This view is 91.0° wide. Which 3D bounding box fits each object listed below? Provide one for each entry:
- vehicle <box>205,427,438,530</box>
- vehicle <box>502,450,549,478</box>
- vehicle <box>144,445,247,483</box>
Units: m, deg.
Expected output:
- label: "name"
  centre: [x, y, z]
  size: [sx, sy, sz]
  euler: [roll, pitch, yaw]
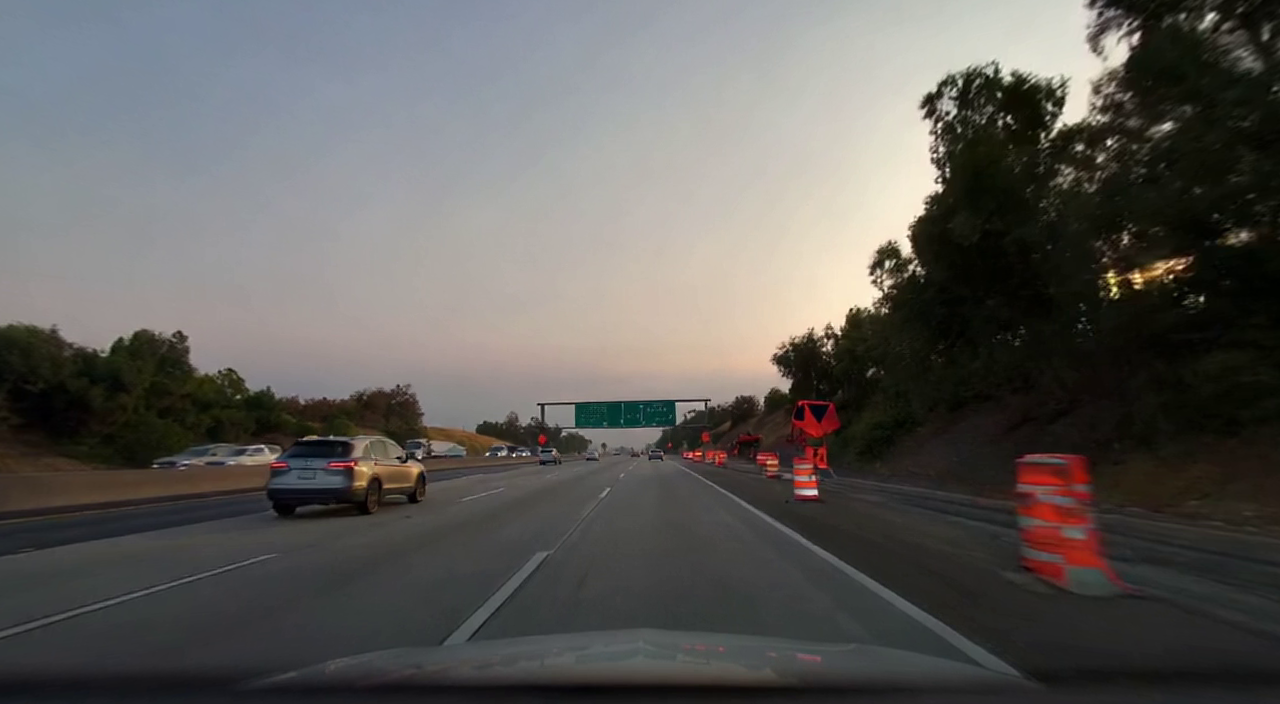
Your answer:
- label: "vehicle"
  centre: [-6.195, 2.508, 13.102]
  size: [2.402, 1.733, 4.512]
  euler: [0, -9, 1]
- label: "vehicle"
  centre: [-6.571, 6.462, 36.588]
  size: [1.895, 1.506, 4.245]
  euler: [0, -9, 1]
- label: "vehicle"
  centre: [-18.518, 4.652, 26.428]
  size: [1.634, 1.479, 3.579]
  euler: [0, -9, 1]
